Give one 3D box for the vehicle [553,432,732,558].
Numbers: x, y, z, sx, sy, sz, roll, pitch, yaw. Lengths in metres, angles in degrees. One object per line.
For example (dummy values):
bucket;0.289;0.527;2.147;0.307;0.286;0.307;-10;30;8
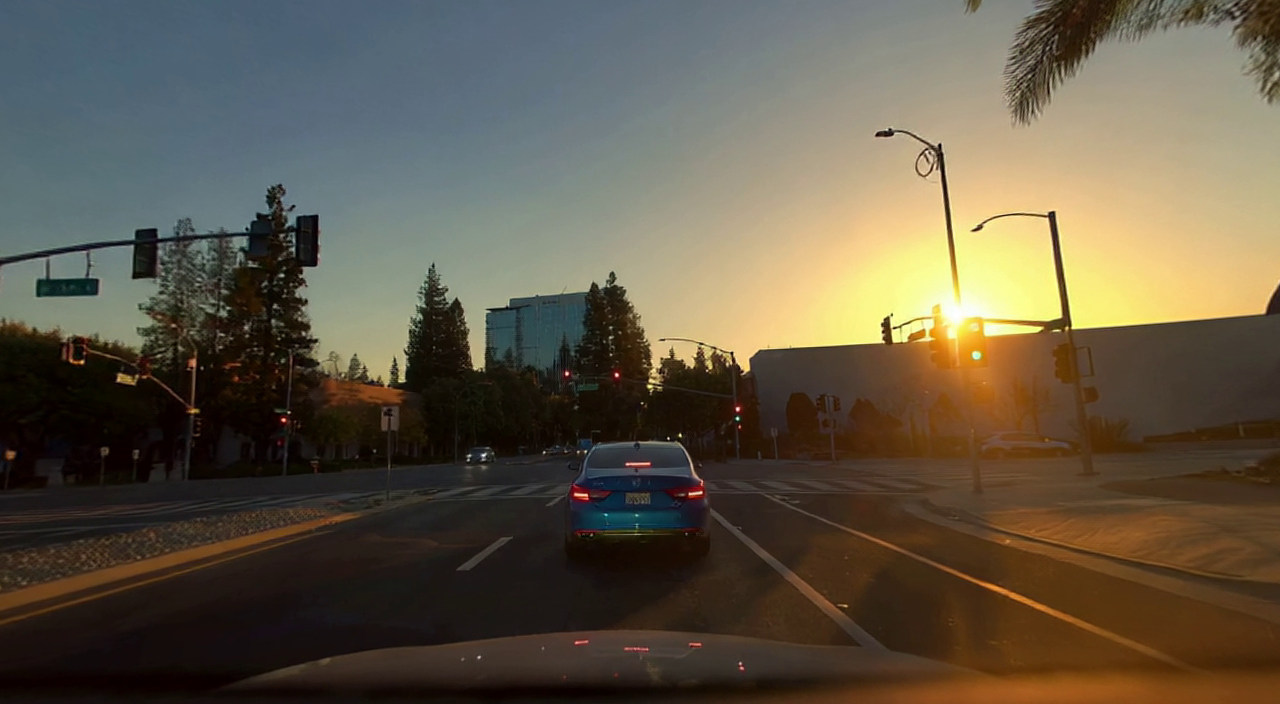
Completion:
vehicle;0.003;1.998;9.513;2.107;1.470;3.974;0;-9;-1
